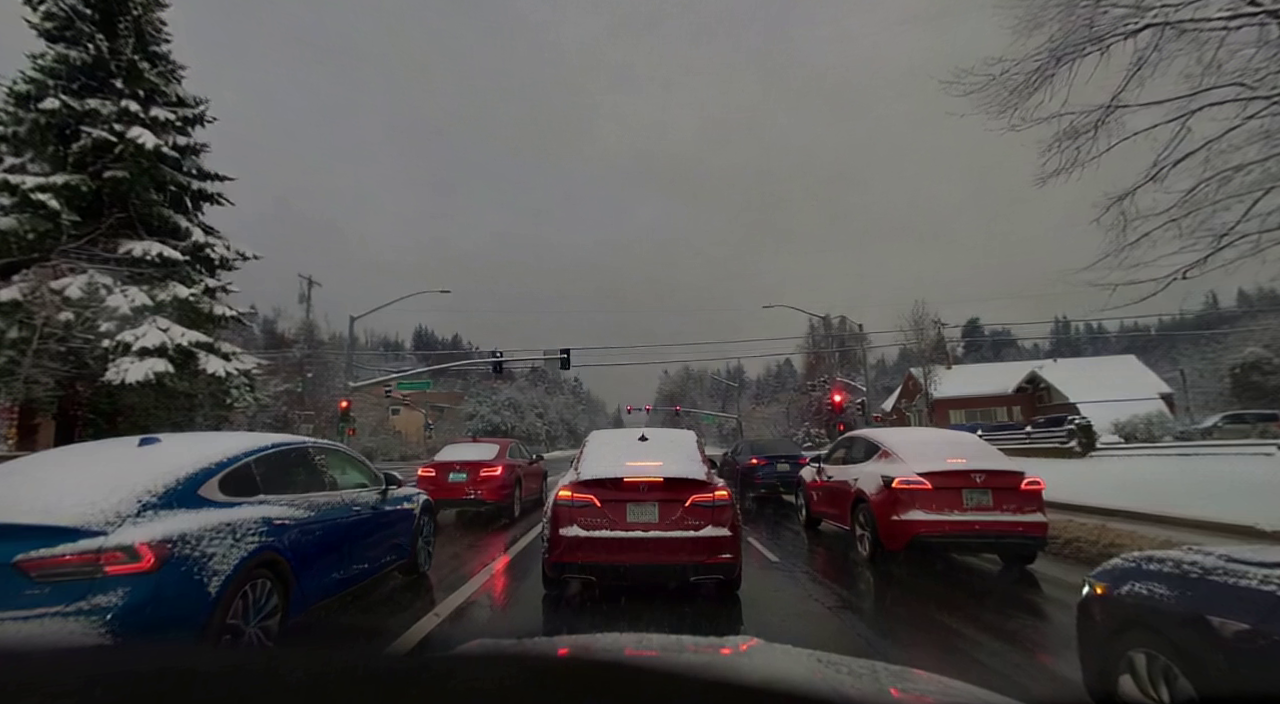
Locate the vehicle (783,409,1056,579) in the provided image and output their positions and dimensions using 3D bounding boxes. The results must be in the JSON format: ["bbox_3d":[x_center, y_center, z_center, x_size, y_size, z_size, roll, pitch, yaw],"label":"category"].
[{"bbox_3d":[3.418,1.804,8.736,1.938,1.732,4.006,2,-9,0],"label":"vehicle"}]

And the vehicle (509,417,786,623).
[{"bbox_3d":[0.024,1.614,7.061,2.144,1.563,4.218,0,-8,-1],"label":"vehicle"}]

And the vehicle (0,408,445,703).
[{"bbox_3d":[-3.081,1.271,4.404,2.015,1.478,4.407,0,-8,0],"label":"vehicle"}]

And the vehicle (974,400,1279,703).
[{"bbox_3d":[3.314,0.897,2.007,1.951,1.522,4.614,0,-9,0],"label":"vehicle"}]
